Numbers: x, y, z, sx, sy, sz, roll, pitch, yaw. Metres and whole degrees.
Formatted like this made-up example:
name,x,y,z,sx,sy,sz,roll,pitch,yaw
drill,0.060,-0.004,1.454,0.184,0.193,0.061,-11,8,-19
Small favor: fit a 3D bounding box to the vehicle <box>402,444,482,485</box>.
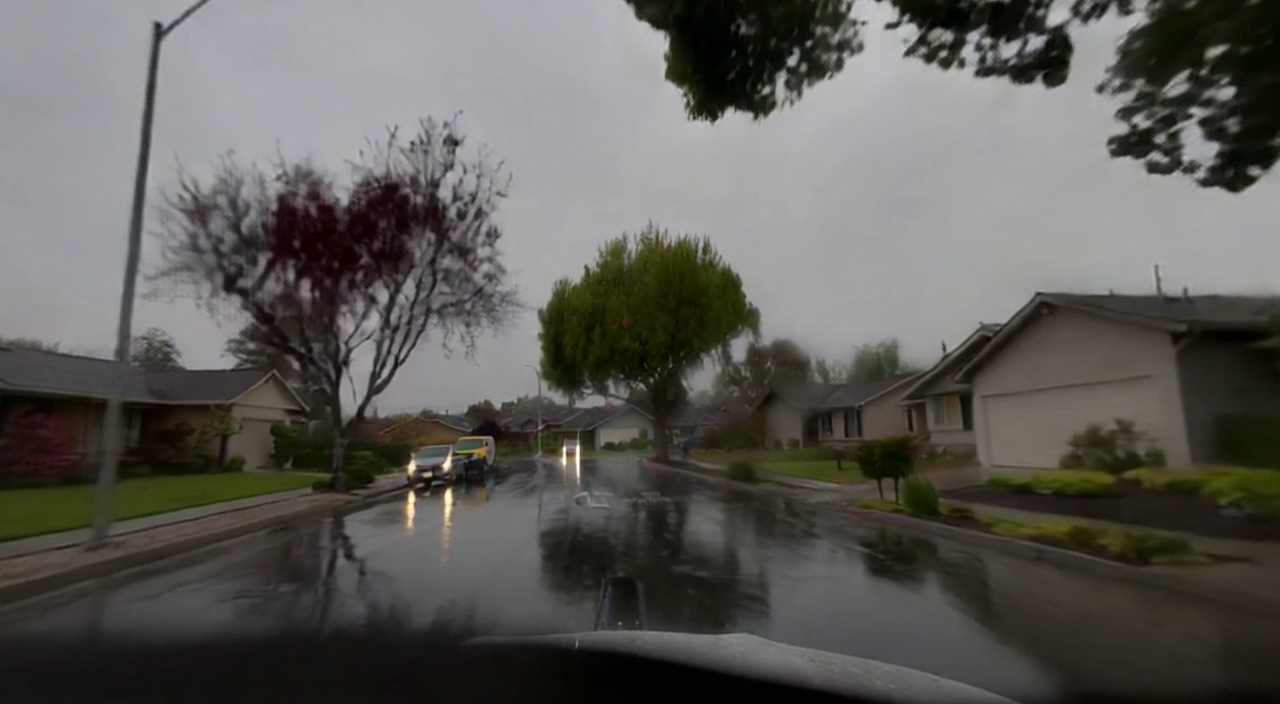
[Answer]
name,x,y,z,sx,sy,sz,roll,pitch,yaw
vehicle,-7.473,4.257,24.136,2.017,1.397,4.004,0,-8,-4
